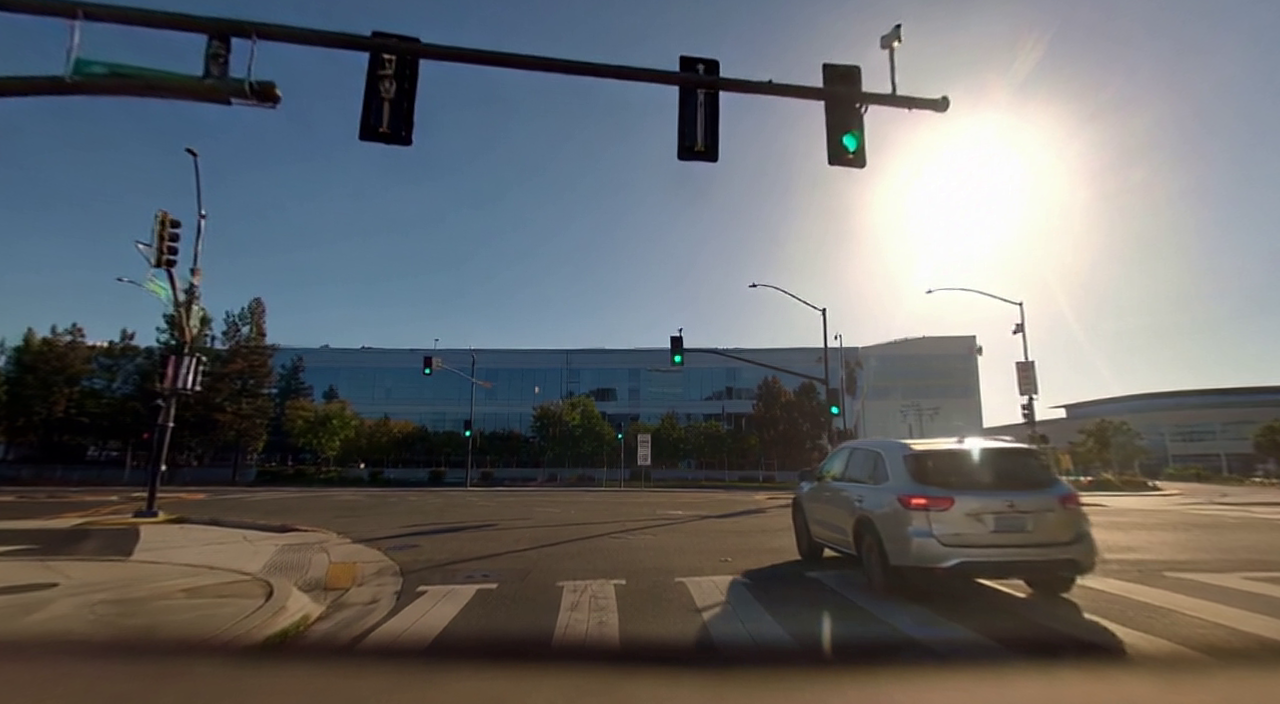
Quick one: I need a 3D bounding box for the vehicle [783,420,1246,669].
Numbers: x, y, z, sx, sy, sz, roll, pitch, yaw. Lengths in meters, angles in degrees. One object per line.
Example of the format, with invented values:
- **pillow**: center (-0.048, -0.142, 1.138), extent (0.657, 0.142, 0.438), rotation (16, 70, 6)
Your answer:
- **vehicle**: center (3.058, 1.614, 6.467), extent (1.938, 1.648, 4.211), rotation (0, -8, -4)
